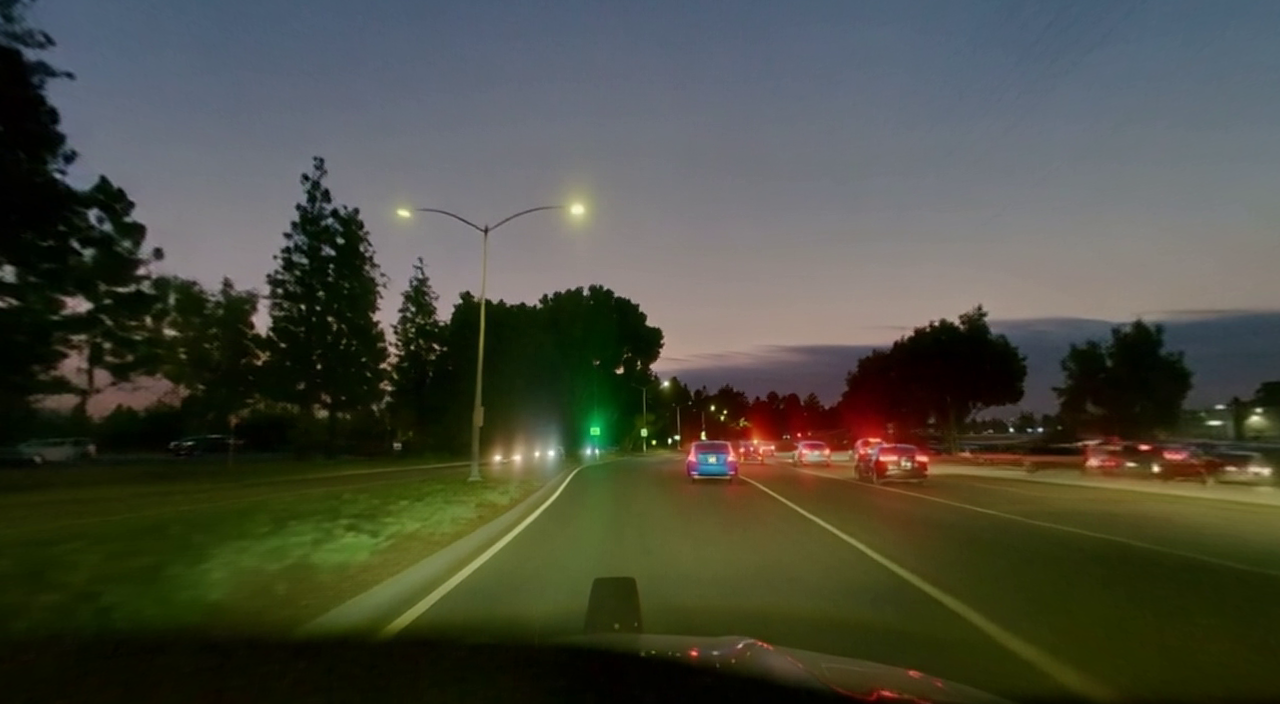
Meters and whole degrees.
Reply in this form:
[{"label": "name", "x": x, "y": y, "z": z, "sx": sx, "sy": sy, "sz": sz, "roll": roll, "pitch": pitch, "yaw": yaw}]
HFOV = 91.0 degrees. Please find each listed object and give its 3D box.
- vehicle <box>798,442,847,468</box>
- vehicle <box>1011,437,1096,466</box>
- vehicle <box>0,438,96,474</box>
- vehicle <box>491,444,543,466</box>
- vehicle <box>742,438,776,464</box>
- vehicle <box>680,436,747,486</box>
[{"label": "vehicle", "x": 10.881, "y": 6.161, "z": 37.815, "sx": 1.928, "sy": 1.488, "sz": 4.361, "roll": -1, "pitch": -8, "yaw": 4}, {"label": "vehicle", "x": 27.528, "y": 6.590, "z": 41.894, "sx": 4.719, "sy": 1.851, "sz": 1.920, "roll": 2, "pitch": -8, "yaw": -14}, {"label": "vehicle", "x": -36.759, "y": 6.413, "z": 39.189, "sx": 2.208, "sy": 2.008, "sz": 5.391, "roll": 2, "pitch": -9, "yaw": -17}, {"label": "vehicle", "x": -8.115, "y": 6.823, "z": 41.826, "sx": 2.089, "sy": 1.400, "sz": 4.467, "roll": -1, "pitch": -8, "yaw": 7}, {"label": "vehicle", "x": 8.463, "y": 7.087, "z": 45.157, "sx": 1.976, "sy": 1.796, "sz": 4.159, "roll": -1, "pitch": -8, "yaw": 5}, {"label": "vehicle", "x": 2.531, "y": 3.867, "z": 22.708, "sx": 2.145, "sy": 1.603, "sz": 4.369, "roll": -1, "pitch": -8, "yaw": 3}]
